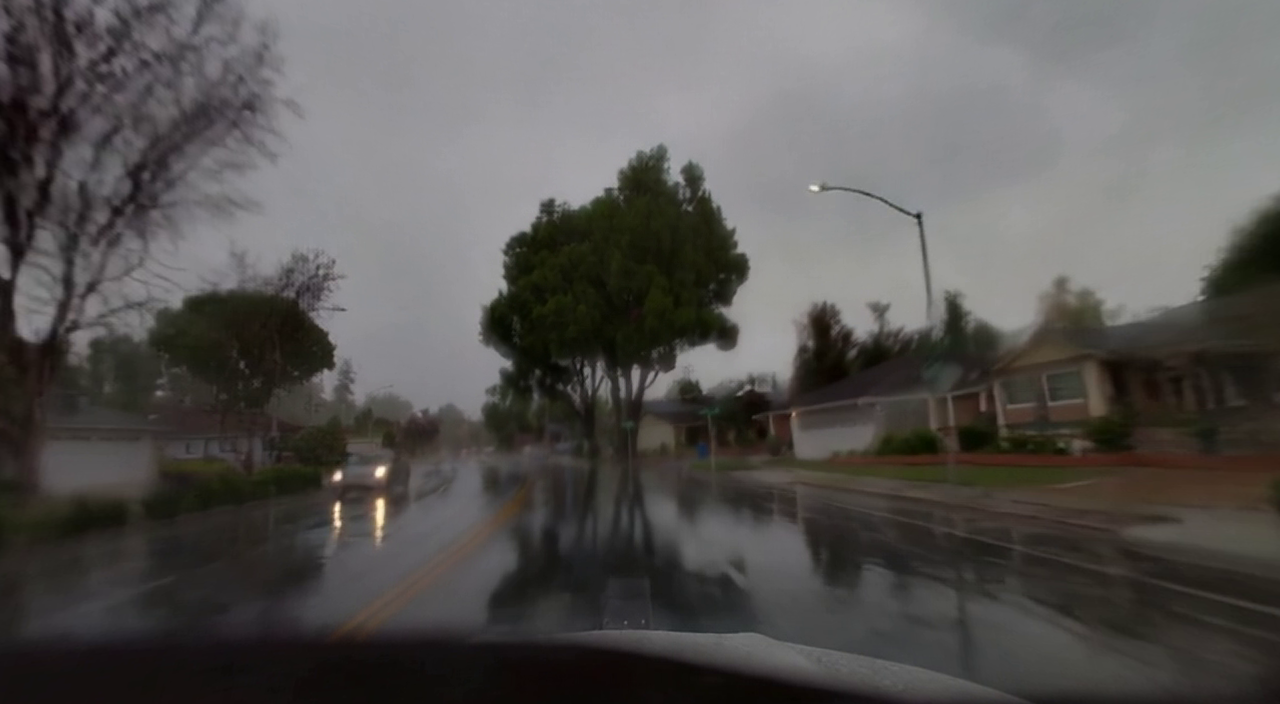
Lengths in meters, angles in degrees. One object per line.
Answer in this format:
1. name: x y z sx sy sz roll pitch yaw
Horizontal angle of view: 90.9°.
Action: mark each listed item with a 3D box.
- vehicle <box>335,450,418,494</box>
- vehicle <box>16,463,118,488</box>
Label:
1. vehicle: -10.738 4.872 26.072 2.125 1.592 4.616 1 -8 -10
2. vehicle: -38.487 8.294 42.428 4.586 1.478 1.913 2 -9 -16
